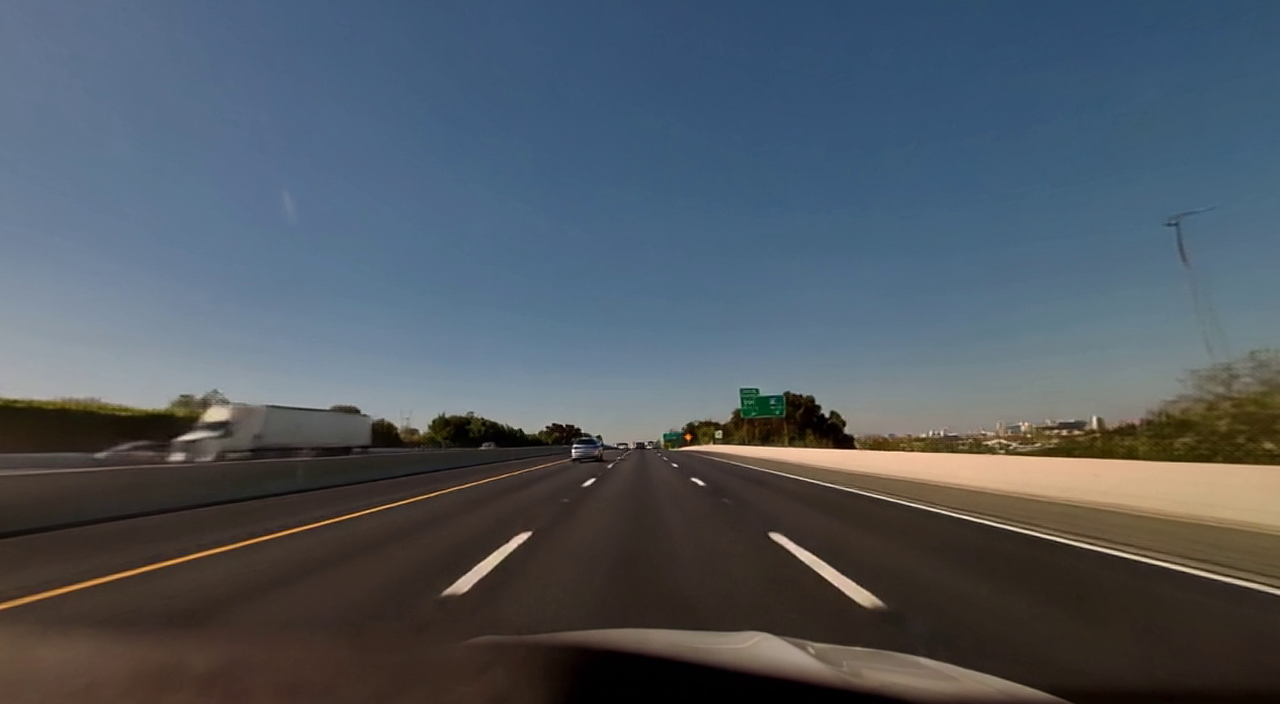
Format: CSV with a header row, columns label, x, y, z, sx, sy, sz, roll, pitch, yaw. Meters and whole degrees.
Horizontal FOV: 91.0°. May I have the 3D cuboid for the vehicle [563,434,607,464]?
label,x,y,z,sx,sy,sz,roll,pitch,yaw
vehicle,-3.199,5.804,37.794,2.189,1.707,4.692,0,-8,0
